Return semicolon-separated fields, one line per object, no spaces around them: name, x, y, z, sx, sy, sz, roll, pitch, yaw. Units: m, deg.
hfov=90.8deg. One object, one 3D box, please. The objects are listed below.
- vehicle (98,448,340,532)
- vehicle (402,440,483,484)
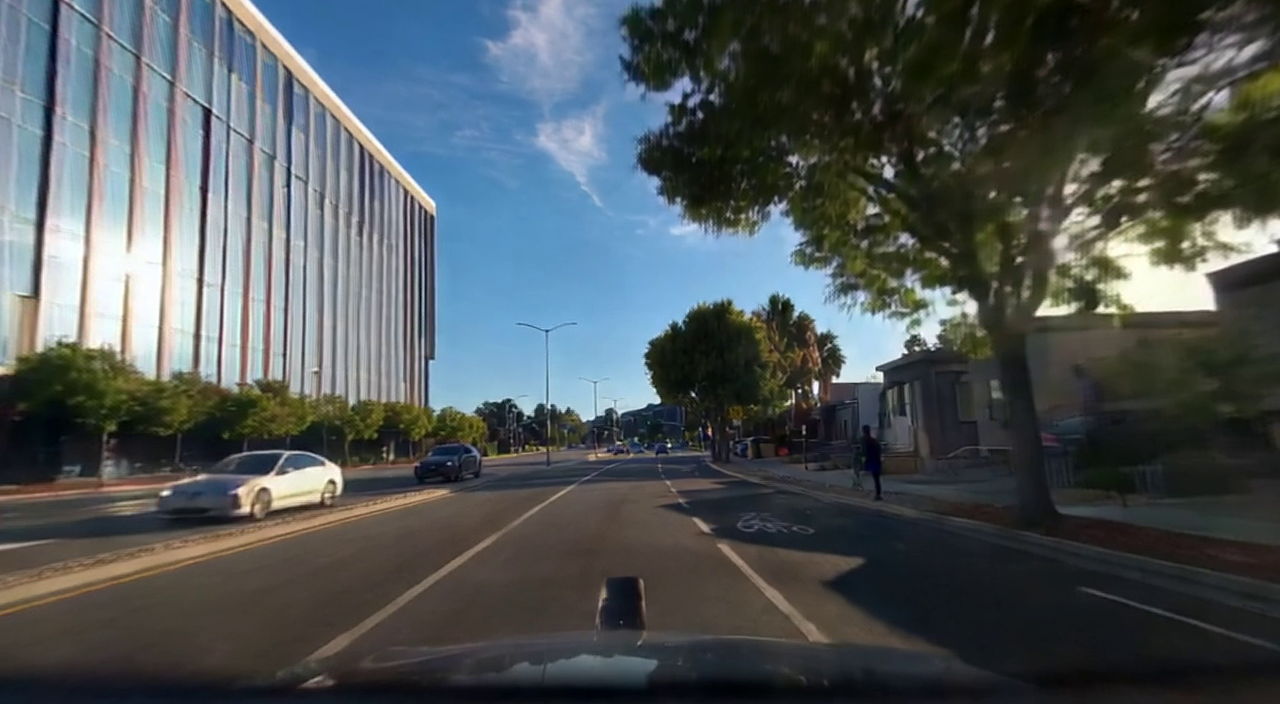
vehicle;-8.687;2.835;13.734;1.983;1.486;4.707;0;-8;0
vehicle;-8.521;4.783;27.755;1.988;1.755;4.568;0;-9;1
